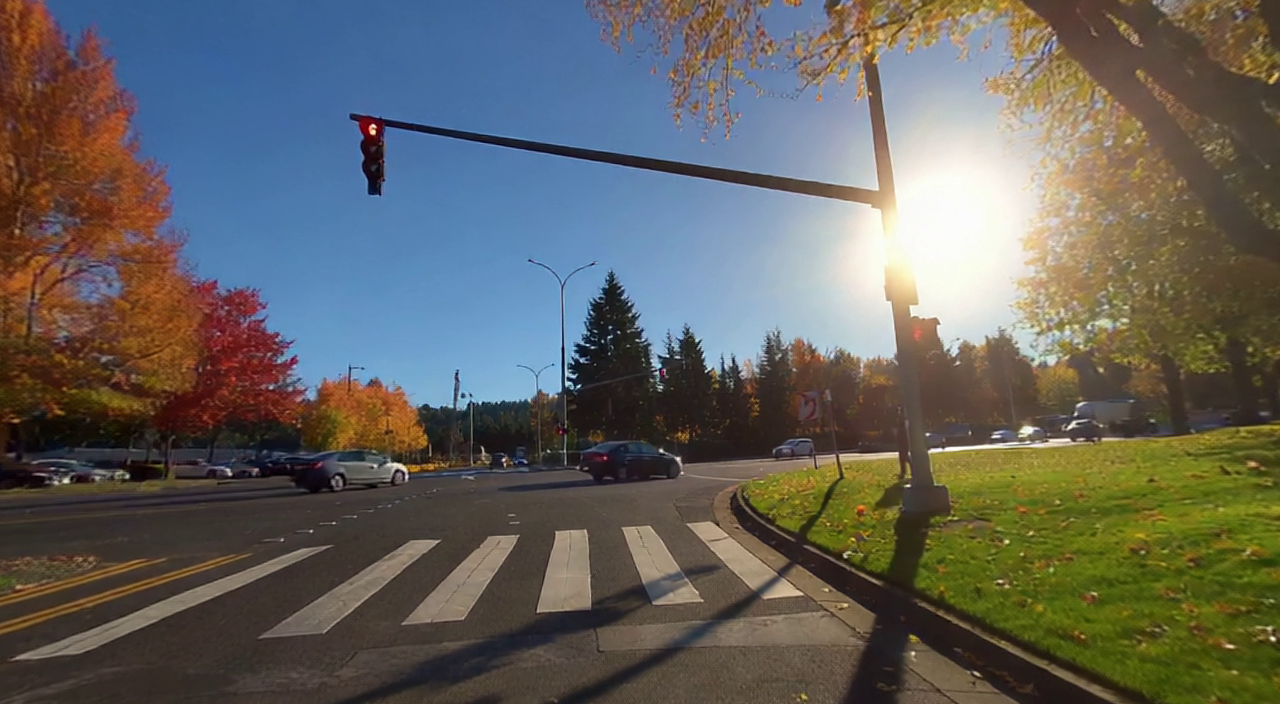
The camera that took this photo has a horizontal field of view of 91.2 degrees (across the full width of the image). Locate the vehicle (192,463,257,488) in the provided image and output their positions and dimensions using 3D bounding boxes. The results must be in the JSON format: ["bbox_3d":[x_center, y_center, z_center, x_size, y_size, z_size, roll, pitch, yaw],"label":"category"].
[{"bbox_3d":[-28.550,8.473,43.178,1.768,1.465,3.972,0,-9,-1],"label":"vehicle"}]

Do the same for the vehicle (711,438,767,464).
[{"bbox_3d":[6.997,6.944,43.961,1.867,1.743,4.259,-8,-11,40],"label":"vehicle"}]

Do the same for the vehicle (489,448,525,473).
[{"bbox_3d":[-8.851,7.242,42.046,1.776,1.558,3.779,0,-9,-4],"label":"vehicle"}]

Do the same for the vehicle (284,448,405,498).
[{"bbox_3d":[-10.796,4.398,23.218,1.832,1.674,3.805,-4,-9,19],"label":"vehicle"}]

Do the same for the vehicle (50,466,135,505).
[{"bbox_3d":[-25.421,6.158,29.259,1.694,1.528,4.225,3,-9,-23],"label":"vehicle"}]

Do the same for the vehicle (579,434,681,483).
[{"bbox_3d":[-0.333,4.458,26.484,1.988,1.853,4.314,-7,-11,39],"label":"vehicle"}]

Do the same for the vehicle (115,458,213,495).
[{"bbox_3d":[-27.840,7.267,36.910,2.064,1.913,5.081,0,-9,-4],"label":"vehicle"}]

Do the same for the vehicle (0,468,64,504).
[{"bbox_3d":[-30.330,6.452,30.331,1.800,1.520,3.968,2,-9,-13],"label":"vehicle"}]
